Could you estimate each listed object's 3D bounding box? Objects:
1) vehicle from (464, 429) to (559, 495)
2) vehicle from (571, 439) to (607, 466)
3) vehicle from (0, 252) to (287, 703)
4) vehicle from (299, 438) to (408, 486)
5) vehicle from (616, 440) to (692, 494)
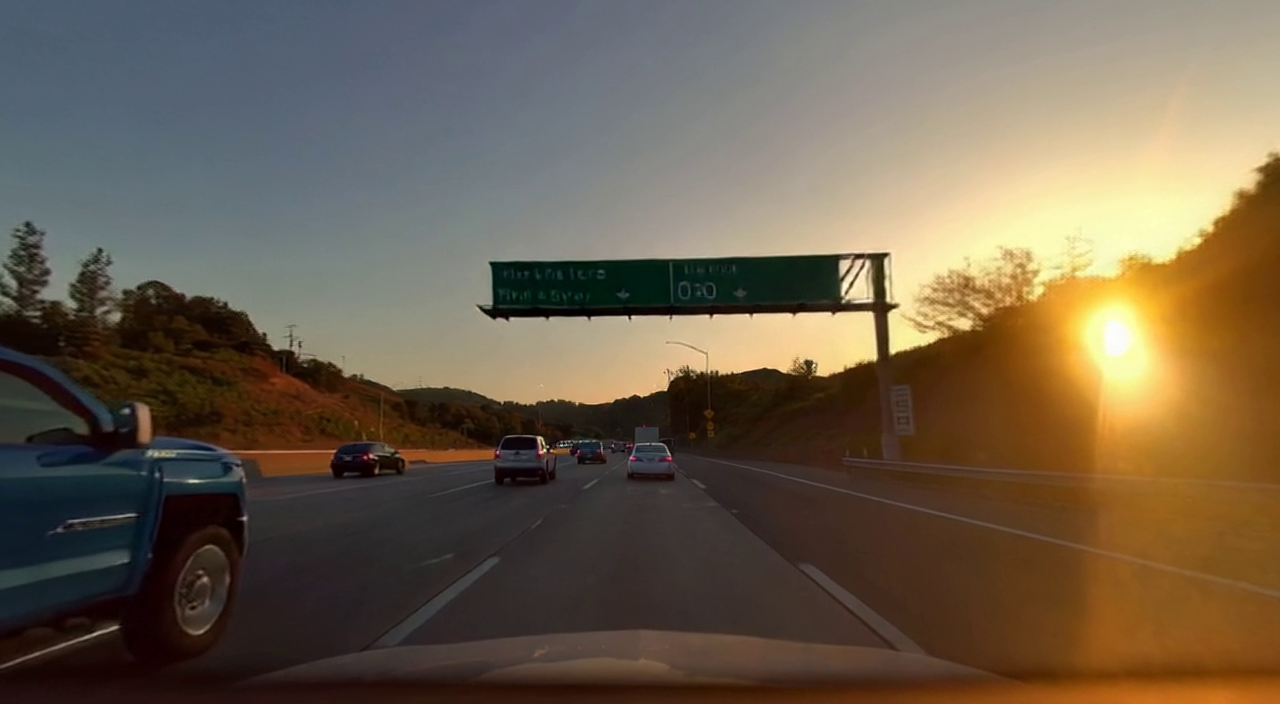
[{"bbox_3d":[-3.708,3.248,18.979,1.903,1.721,4.210,0,-8,1],"label":"vehicle"},{"bbox_3d":[-3.217,6.391,40.346,1.897,1.646,4.049,0,-8,1],"label":"vehicle"},{"bbox_3d":[-3.507,0.494,1.055,2.269,2.060,5.933,0,-8,1],"label":"vehicle"},{"bbox_3d":[-10.511,4.045,23.558,1.941,1.602,4.277,0,-8,2],"label":"vehicle"},{"bbox_3d":[0.380,3.406,19.096,2.054,1.421,4.090,0,-8,0],"label":"vehicle"}]
